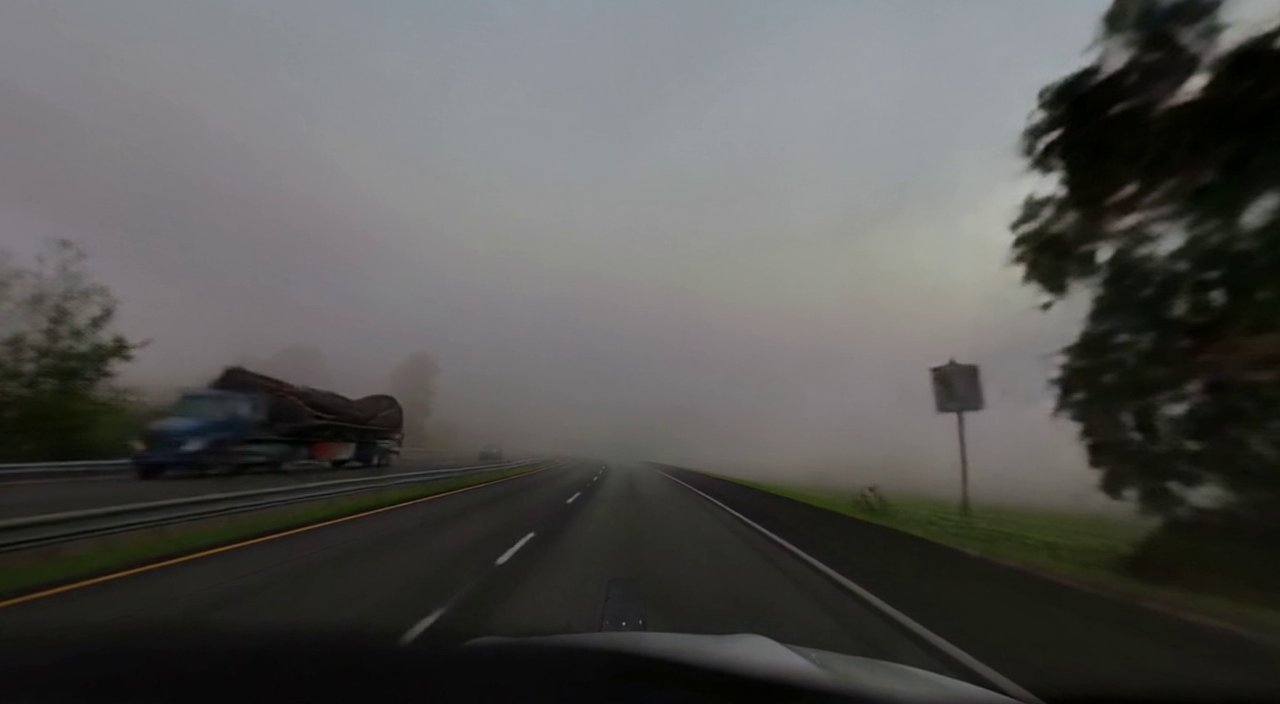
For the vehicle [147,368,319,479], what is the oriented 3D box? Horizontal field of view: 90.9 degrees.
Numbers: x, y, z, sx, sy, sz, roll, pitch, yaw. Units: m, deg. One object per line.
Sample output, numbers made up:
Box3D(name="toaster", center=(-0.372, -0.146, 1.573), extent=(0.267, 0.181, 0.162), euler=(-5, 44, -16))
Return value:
Box3D(name="vehicle", center=(-16.136, 3.016, 25.648), extent=(3.031, 3.950, 5.826), euler=(0, -9, -2))
